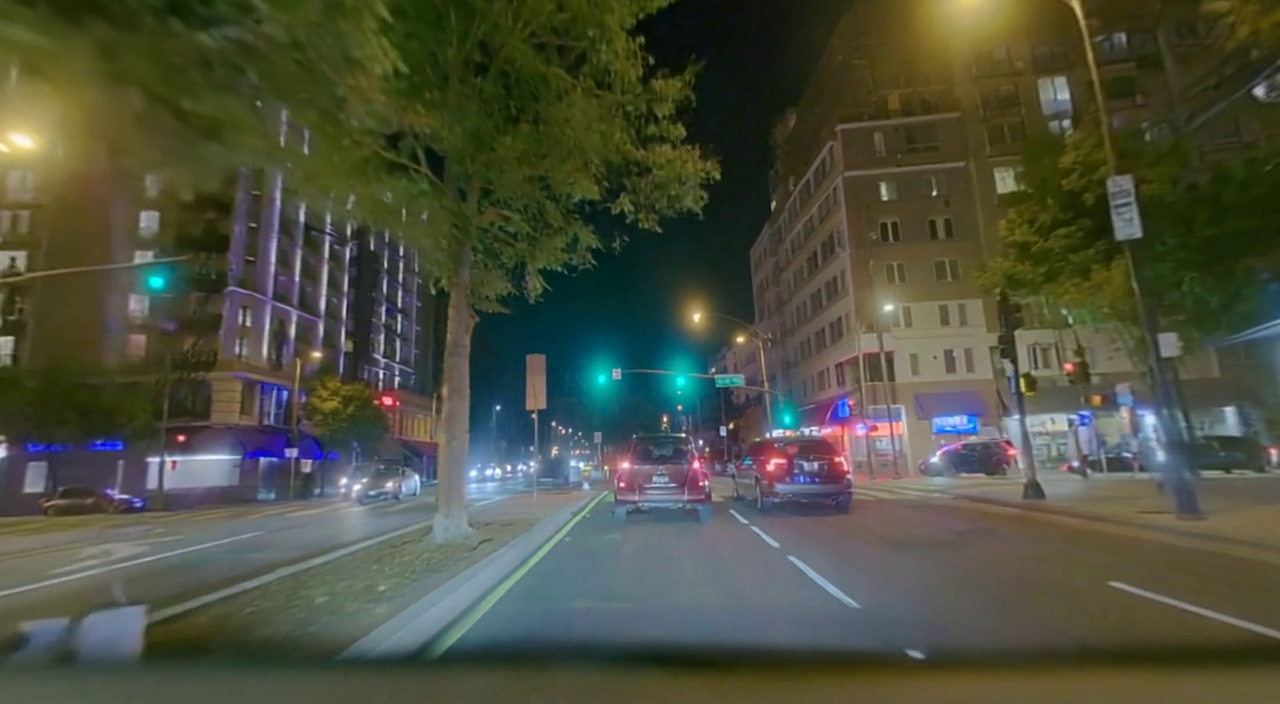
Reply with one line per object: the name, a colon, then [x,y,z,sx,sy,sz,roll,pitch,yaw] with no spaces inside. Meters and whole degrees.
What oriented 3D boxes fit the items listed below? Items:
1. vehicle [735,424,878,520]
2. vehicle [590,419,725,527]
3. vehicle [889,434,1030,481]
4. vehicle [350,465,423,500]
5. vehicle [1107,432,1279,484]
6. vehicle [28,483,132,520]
vehicle: [3.377,2.527,13.678,1.939,1.746,4.091,0,-9,0]
vehicle: [0.301,2.322,12.522,2.209,1.748,4.130,0,-9,0]
vehicle: [14.279,4.748,28.502,5.156,2.005,2.122,-1,-9,6]
vehicle: [-13.419,6.914,33.697,2.035,1.619,4.327,0,-9,1]
vehicle: [18.924,3.604,21.555,4.248,1.642,1.961,0,-9,0]
vehicle: [-27.610,7.366,31.189,3.416,1.466,1.840,-3,-6,0]
